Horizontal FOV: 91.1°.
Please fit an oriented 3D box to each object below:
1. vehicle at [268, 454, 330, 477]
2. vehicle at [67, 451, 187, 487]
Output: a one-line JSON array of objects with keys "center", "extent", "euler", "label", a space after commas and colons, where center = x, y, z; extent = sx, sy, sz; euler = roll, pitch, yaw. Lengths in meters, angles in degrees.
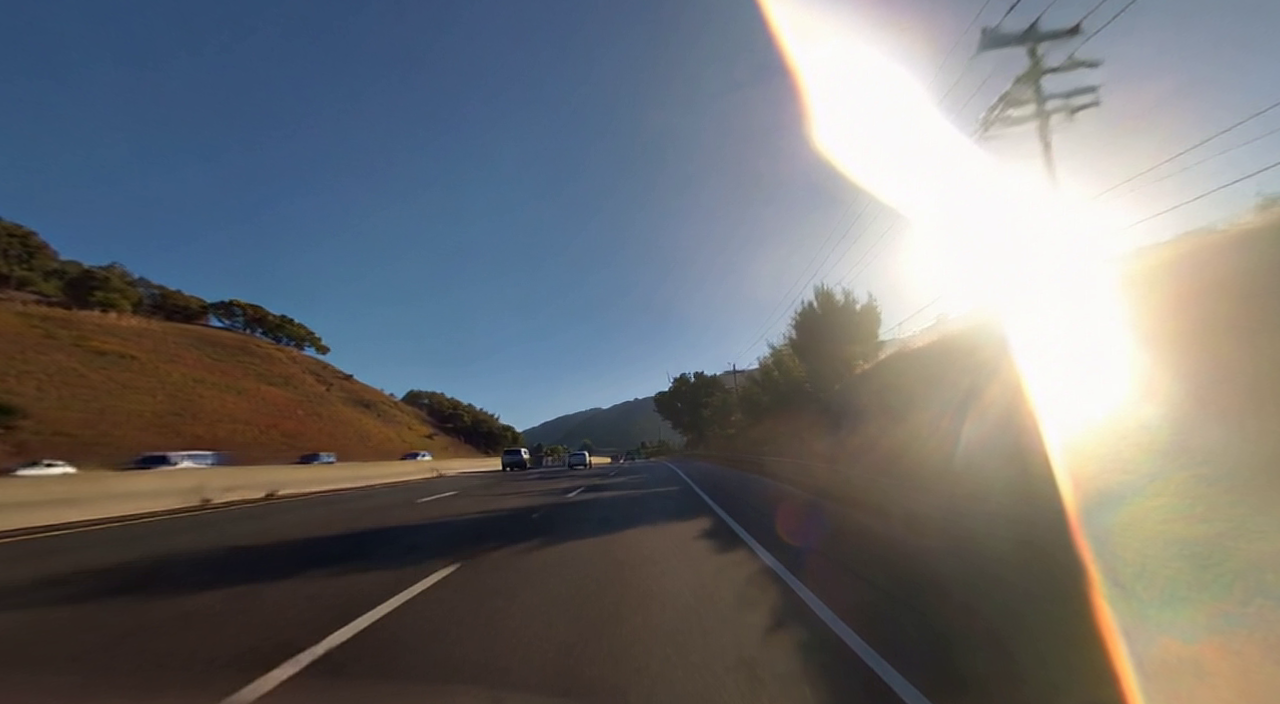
[{"center": [-23.968, 7.977, 44.279], "extent": [1.801, 1.455, 4.339], "euler": [0, -9, 3], "label": "vehicle"}, {"center": [-21.242, 4.847, 26.209], "extent": [1.784, 1.383, 3.757], "euler": [0, -9, 1], "label": "vehicle"}]
